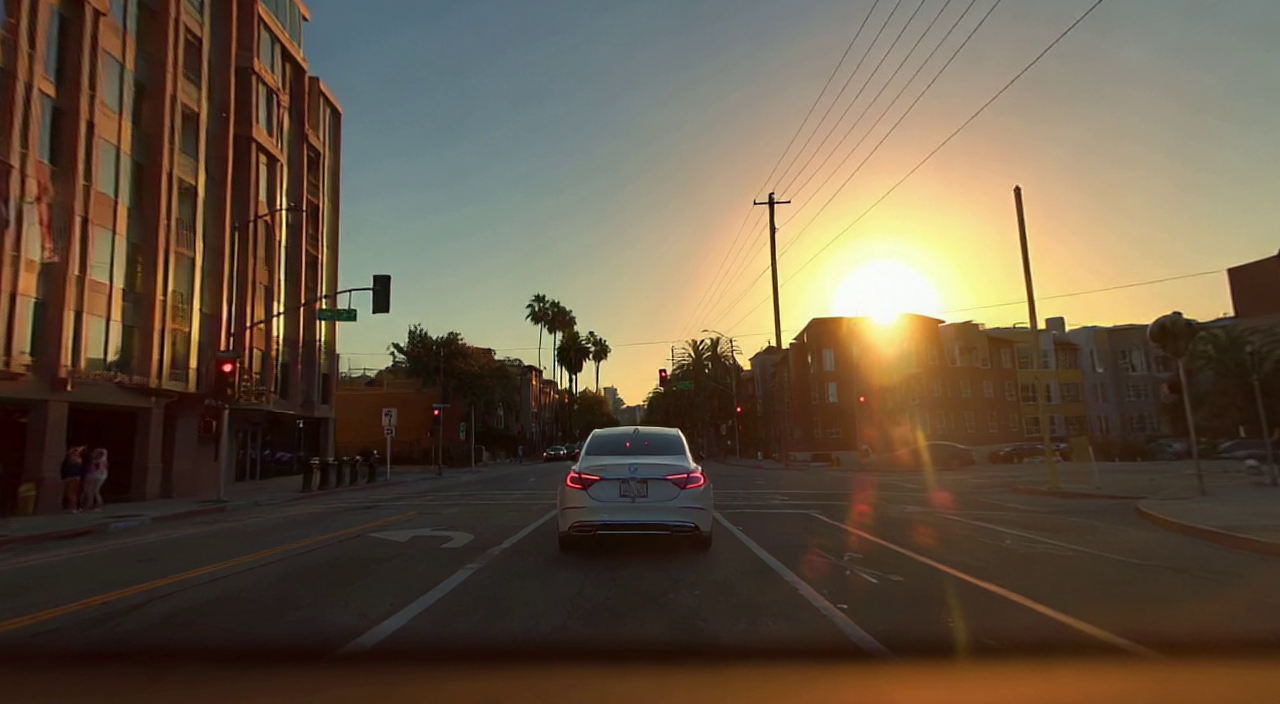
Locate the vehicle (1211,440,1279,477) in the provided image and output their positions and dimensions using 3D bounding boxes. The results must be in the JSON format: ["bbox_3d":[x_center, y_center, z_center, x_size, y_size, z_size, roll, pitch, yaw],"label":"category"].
[{"bbox_3d":[29.225,4.857,28.930,4.118,1.593,2.004,0,-8,-1],"label":"vehicle"}]

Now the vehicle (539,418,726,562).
[{"bbox_3d":[-0.085,1.869,9.223,2.144,1.643,3.770,0,-8,0],"label":"vehicle"}]

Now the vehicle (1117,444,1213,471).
[{"bbox_3d":[32.148,6.465,38.777,4.234,1.613,1.812,0,-8,-1],"label":"vehicle"}]

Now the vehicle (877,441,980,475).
[{"bbox_3d":[15.820,5.821,34.868,4.649,1.760,2.029,-1,-8,5],"label":"vehicle"}]

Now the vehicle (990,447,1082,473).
[{"bbox_3d":[24.211,6.599,38.686,4.417,1.462,1.761,0,-8,-1],"label":"vehicle"}]
